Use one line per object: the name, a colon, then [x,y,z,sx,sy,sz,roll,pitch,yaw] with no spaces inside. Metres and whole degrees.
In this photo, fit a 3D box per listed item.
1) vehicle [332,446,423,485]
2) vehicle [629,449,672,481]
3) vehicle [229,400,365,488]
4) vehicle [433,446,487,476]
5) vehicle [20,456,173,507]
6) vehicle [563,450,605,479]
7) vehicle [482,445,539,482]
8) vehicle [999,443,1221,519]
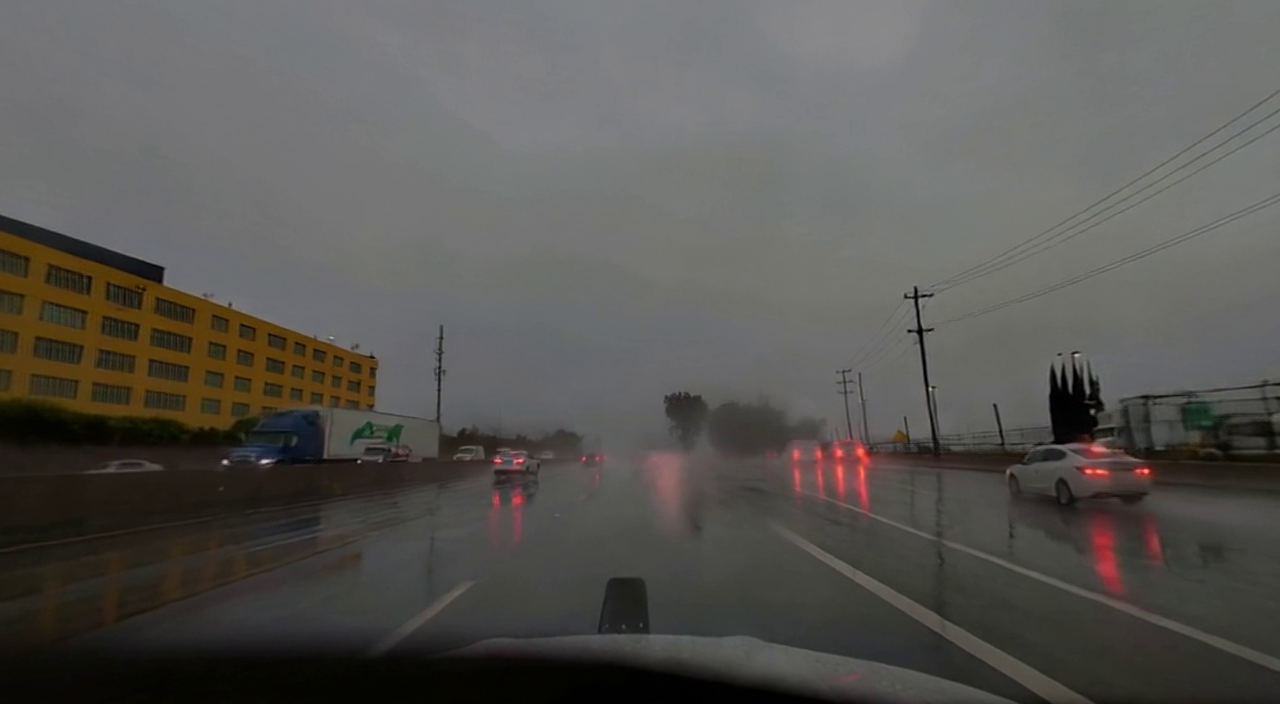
vehicle: [-12.939,5.574,31.543,2.249,1.715,5.424,0,-8,-1]
vehicle: [0.531,5.957,33.480,2.107,1.538,3.999,0,-8,0]
vehicle: [-16.946,4.622,31.824,2.969,3.910,6.683,-1,-8,0]
vehicle: [-12.993,7.865,45.936,2.216,1.945,5.942,0,-8,0]
vehicle: [-20.713,4.912,24.361,1.919,1.619,4.496,0,-8,0]
vehicle: [-3.309,6.743,38.069,2.059,1.508,4.662,0,-8,0]
vehicle: [-7.120,6.137,35.128,2.106,1.827,4.814,-1,-8,1]
vehicle: [10.677,2.902,14.906,1.966,1.484,4.610,-1,-8,5]
